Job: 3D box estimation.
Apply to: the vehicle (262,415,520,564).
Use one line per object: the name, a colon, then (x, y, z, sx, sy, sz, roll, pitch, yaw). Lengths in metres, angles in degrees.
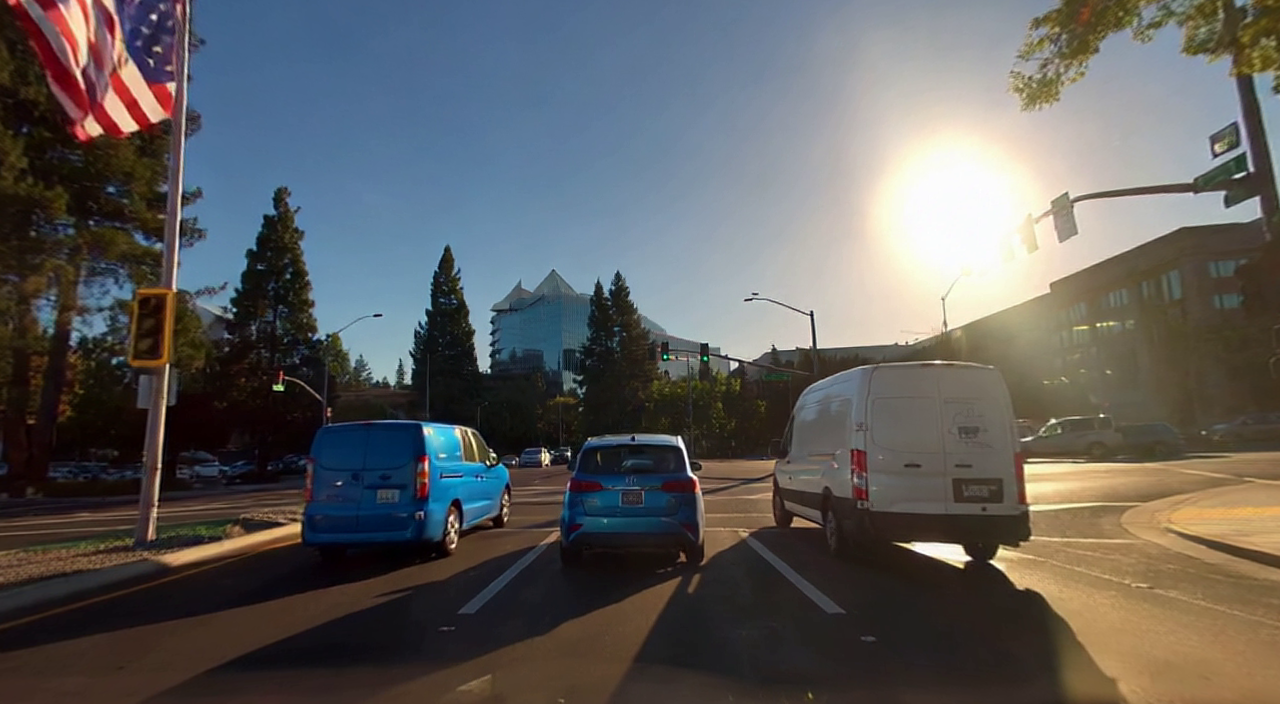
vehicle: (-3.250, 1.877, 9.285, 2.024, 1.677, 3.998, 0, -9, 2)

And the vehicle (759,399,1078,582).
vehicle: (3.086, 1.660, 8.311, 2.178, 1.746, 4.400, 0, -9, 0)

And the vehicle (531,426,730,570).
vehicle: (-0.128, 1.858, 8.787, 2.098, 1.494, 4.118, 0, -9, -1)
